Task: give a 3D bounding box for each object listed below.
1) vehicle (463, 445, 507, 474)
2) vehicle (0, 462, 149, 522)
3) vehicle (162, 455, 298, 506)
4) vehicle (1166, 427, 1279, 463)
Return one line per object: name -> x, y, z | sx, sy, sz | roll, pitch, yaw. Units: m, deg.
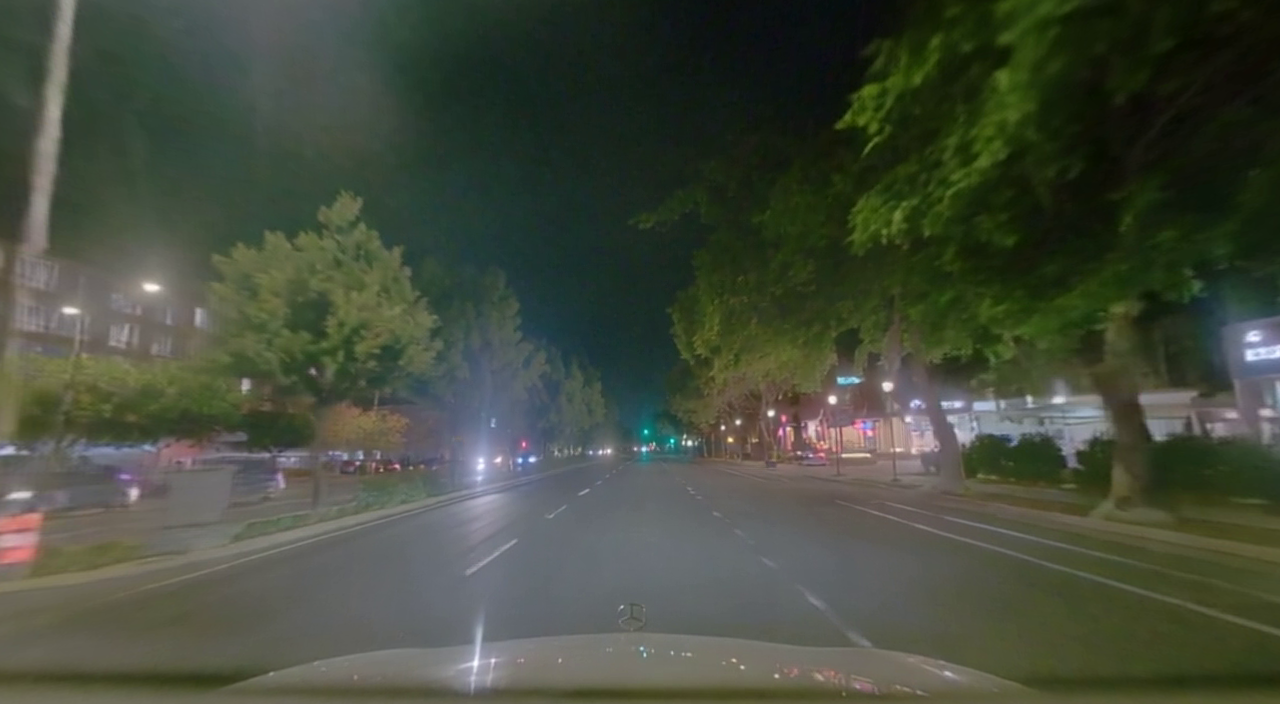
vehicle -> -10.157, 7.056, 41.622 | 2.012, 1.756, 4.268 | -1, -9, -3
vehicle -> -18.018, 4.253, 19.454 | 1.945, 1.486, 4.652 | -4, -9, 1
vehicle -> -14.481, 4.531, 22.639 | 1.963, 1.487, 4.331 | -3, -9, 1
vehicle -> 25.921, 3.982, 26.893 | 4.942, 1.435, 1.987 | -5, -10, 28
